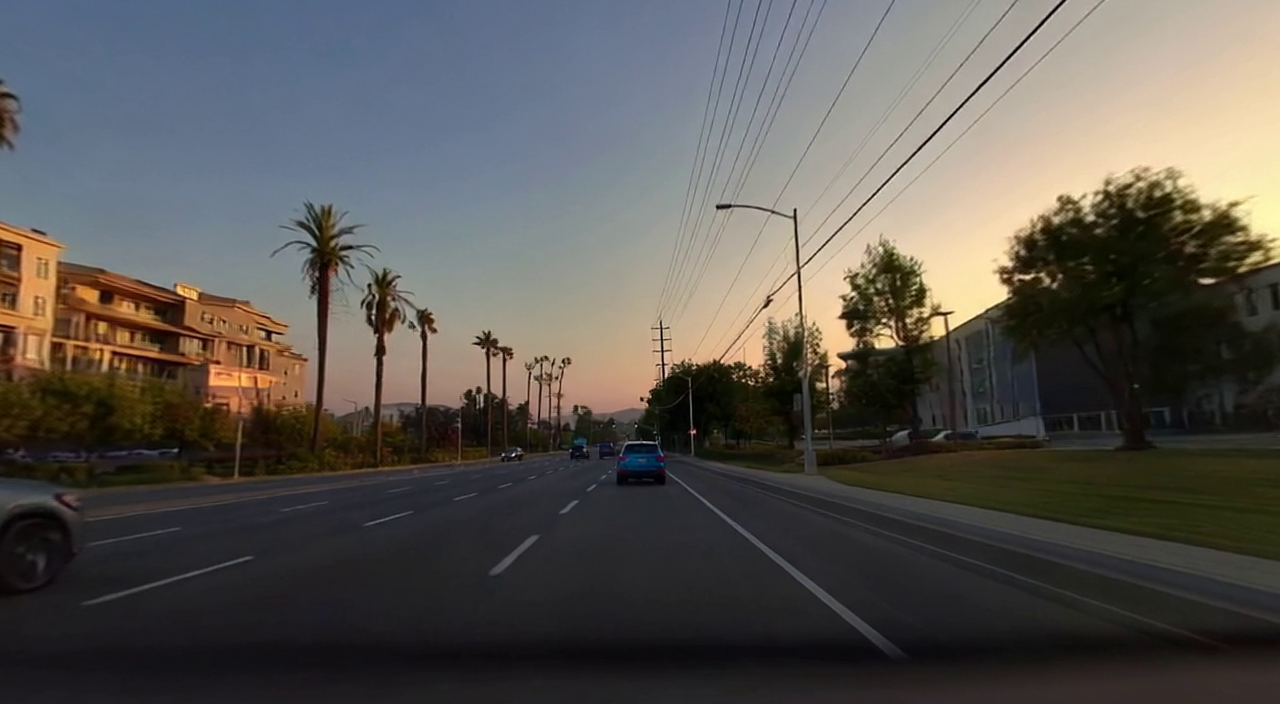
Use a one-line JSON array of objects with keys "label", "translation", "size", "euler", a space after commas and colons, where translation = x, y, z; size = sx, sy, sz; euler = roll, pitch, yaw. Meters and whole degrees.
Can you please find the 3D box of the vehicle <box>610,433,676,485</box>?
[{"label": "vehicle", "translation": [0.088, 3.858, 22.987], "size": [2.198, 1.706, 4.166], "euler": [0, -9, 0]}]
